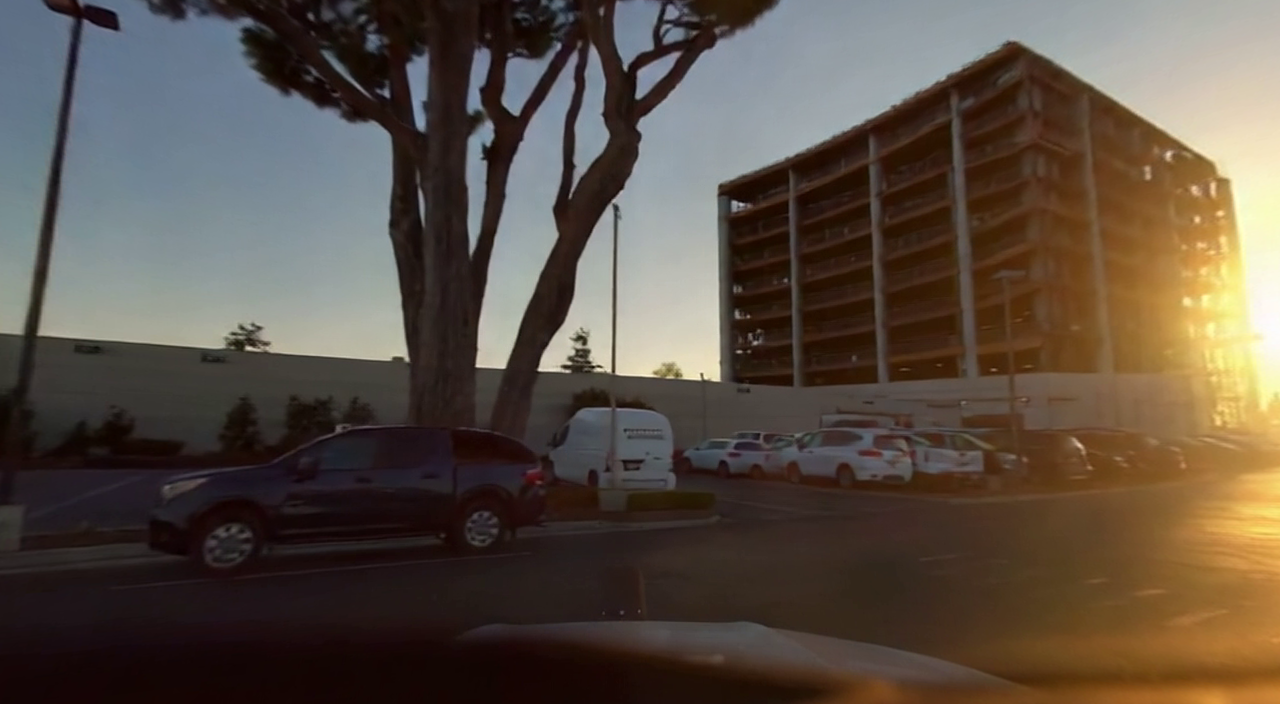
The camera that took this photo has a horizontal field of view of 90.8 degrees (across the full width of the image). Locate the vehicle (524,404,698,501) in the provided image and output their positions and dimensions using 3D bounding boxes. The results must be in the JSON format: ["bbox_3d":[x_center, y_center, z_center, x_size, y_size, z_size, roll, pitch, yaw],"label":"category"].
[{"bbox_3d":[-1.096,2.880,18.354,2.491,2.324,5.986,5,-10,-30],"label":"vehicle"}]

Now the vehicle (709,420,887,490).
[{"bbox_3d":[5.385,3.657,22.924,2.228,2.126,6.632,3,-8,-29],"label":"vehicle"}]

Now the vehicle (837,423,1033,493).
[{"bbox_3d":[10.866,3.936,24.070,2.242,2.227,6.505,3,-8,-30],"label":"vehicle"}]

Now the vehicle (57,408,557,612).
[{"bbox_3d":[-3.811,1.794,8.148,4.992,1.894,2.043,5,-9,-31],"label":"vehicle"}]
